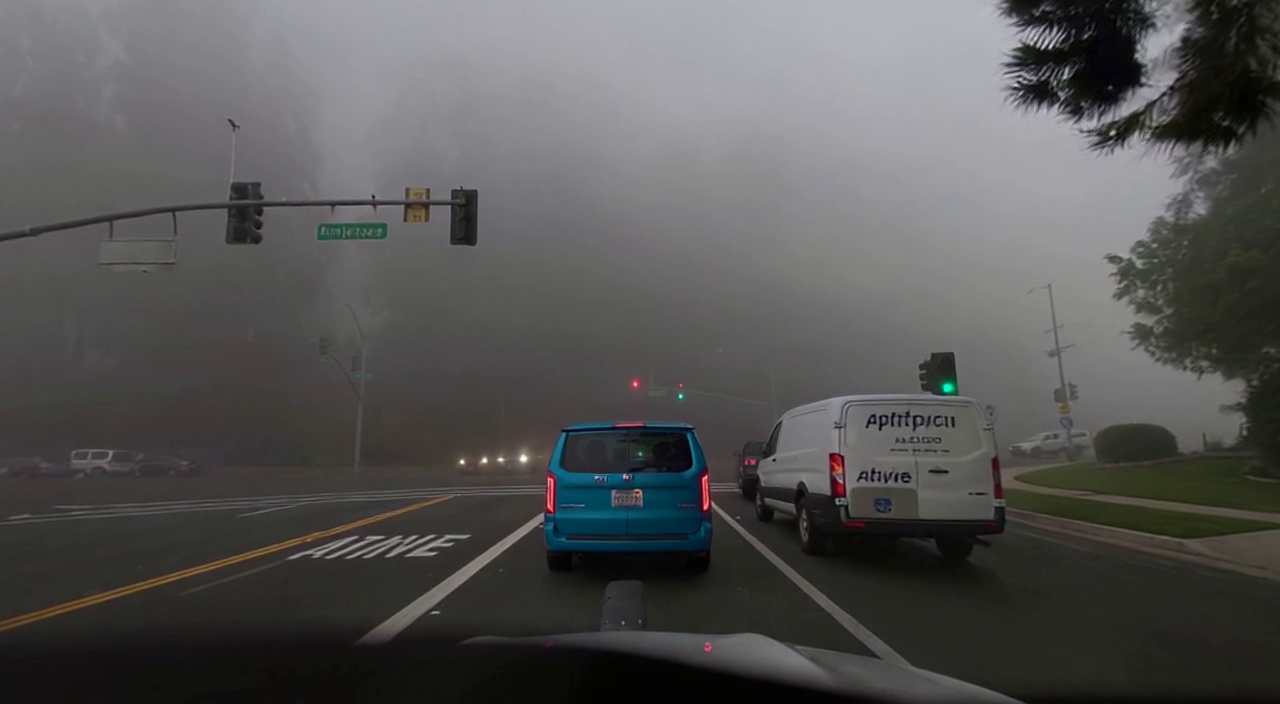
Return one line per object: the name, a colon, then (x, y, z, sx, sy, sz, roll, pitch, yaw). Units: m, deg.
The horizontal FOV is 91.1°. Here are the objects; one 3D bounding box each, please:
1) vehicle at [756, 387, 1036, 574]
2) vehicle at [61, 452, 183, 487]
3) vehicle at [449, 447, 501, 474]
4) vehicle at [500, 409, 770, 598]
vehicle: (3.048, 1.648, 8.699, 2.059, 1.924, 4.257, 0, -9, 0)
vehicle: (-25.256, 5.723, 30.753, 4.073, 1.603, 1.920, 1, -9, -8)
vehicle: (-10.015, 6.587, 38.407, 1.881, 1.515, 4.262, 0, -9, 2)
vehicle: (-0.038, 1.639, 7.675, 2.321, 1.624, 4.367, 0, -9, 0)
